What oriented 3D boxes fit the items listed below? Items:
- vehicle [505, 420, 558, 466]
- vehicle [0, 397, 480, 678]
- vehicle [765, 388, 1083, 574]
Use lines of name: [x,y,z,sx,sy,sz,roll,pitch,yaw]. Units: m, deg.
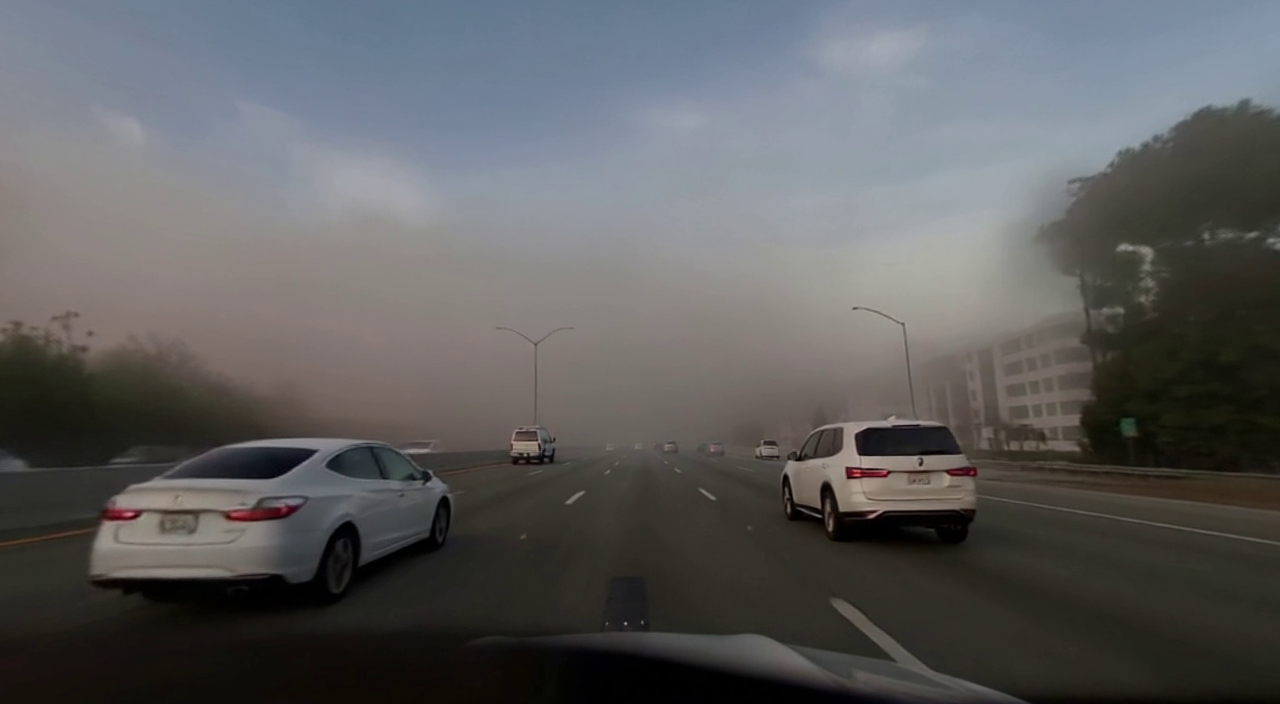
vehicle: [-6.961,5.977,41.312,2.362,2.778,6.630,0,-8,0]
vehicle: [-3.197,1.381,5.921,2.080,1.542,4.718,0,-8,1]
vehicle: [3.359,1.657,8.849,2.148,1.852,4.835,0,-8,0]
